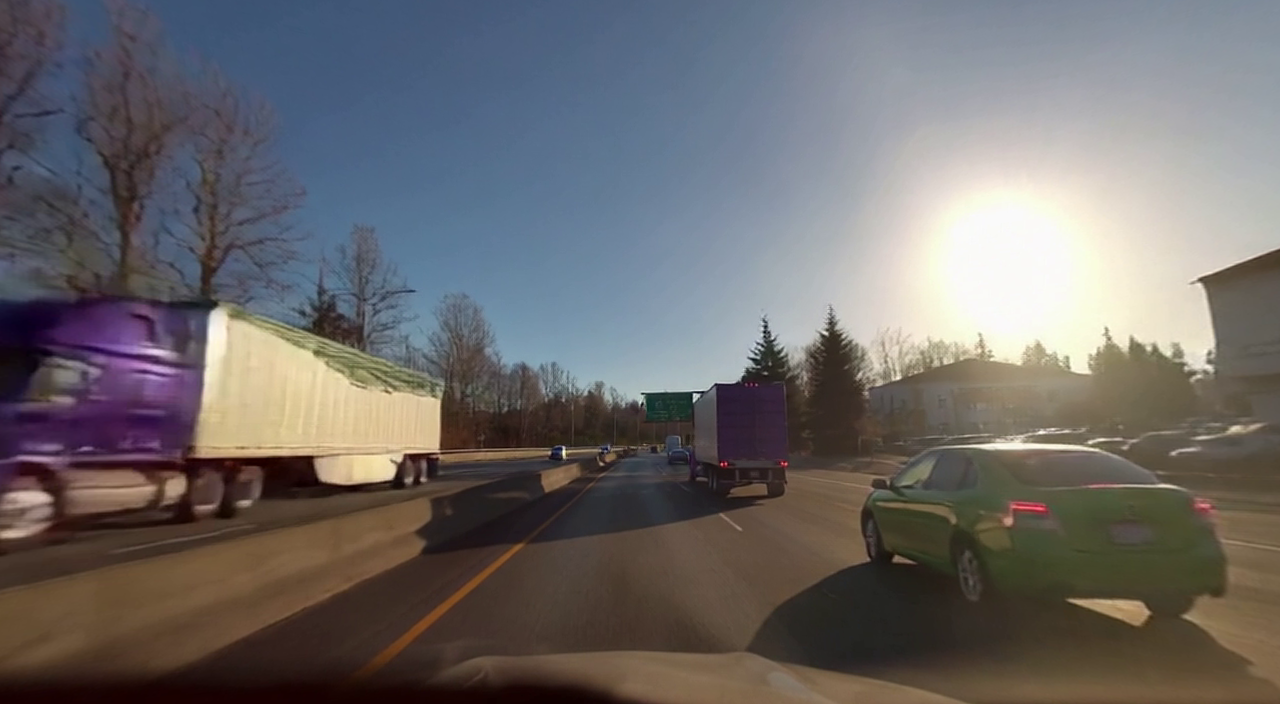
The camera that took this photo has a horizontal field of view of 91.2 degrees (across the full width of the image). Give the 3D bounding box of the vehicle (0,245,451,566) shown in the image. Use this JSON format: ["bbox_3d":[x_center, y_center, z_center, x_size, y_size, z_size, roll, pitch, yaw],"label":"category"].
[{"bbox_3d":[-8.751,1.828,15.681,2.954,4.061,15.604,-1,-9,1],"label":"vehicle"}]

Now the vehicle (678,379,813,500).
[{"bbox_3d":[3.546,3.691,25.828,2.916,3.563,14.462,0,-9,-1],"label":"vehicle"}]

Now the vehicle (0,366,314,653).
[{"bbox_3d":[-5.058,1.215,5.310,2.038,1.801,4.594,-1,-9,1],"label":"vehicle"}]

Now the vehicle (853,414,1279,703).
[{"bbox_3d":[3.532,1.420,5.361,1.971,1.558,3.834,0,-9,-1],"label":"vehicle"}]
